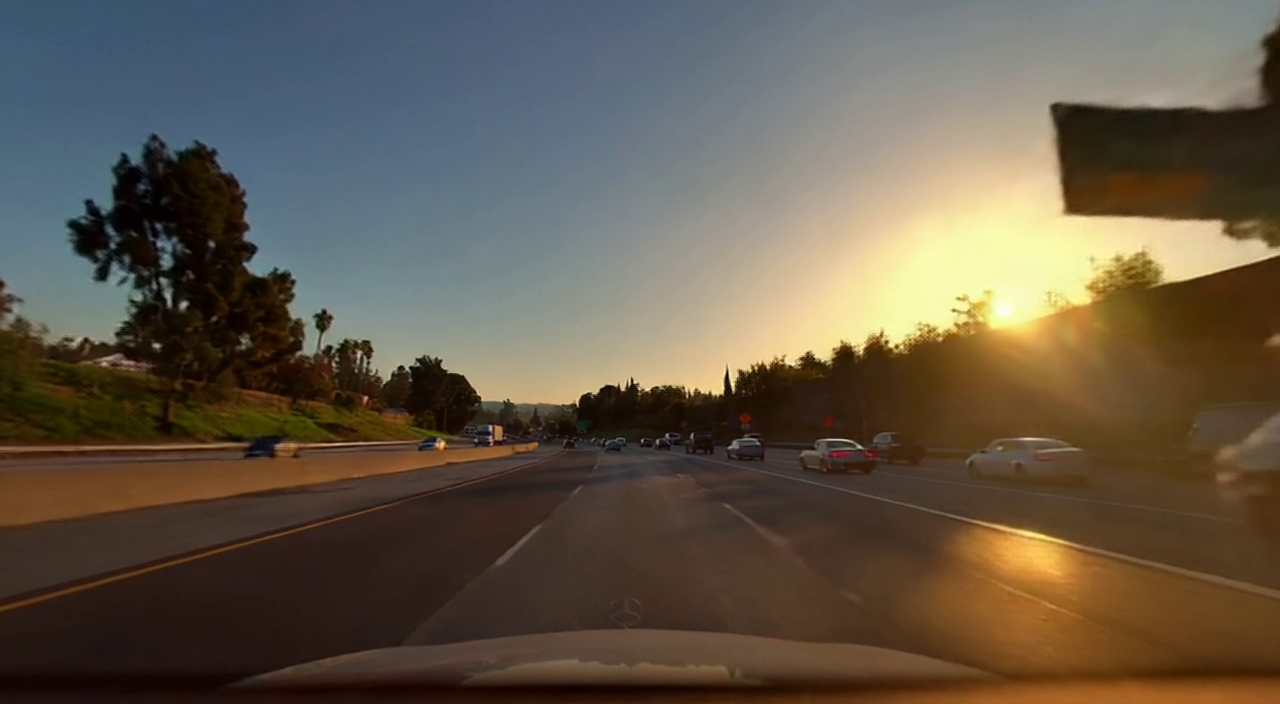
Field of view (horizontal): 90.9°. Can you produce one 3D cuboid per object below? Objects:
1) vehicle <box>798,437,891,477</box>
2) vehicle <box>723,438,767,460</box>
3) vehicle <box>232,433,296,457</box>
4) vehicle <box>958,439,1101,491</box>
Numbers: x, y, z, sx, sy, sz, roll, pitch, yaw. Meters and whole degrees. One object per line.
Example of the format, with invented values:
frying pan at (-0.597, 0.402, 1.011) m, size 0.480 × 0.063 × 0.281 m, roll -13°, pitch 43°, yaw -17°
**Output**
vehicle at (8.191, 4.249, 25.824) m, size 2.092 × 1.478 × 4.647 m, roll 0°, pitch -8°, yaw -2°
vehicle at (7.473, 6.964, 45.358) m, size 2.080 × 1.457 × 4.404 m, roll 1°, pitch -8°, yaw -5°
vehicle at (-25.243, 6.287, 42.461) m, size 1.885 × 1.524 × 3.883 m, roll 0°, pitch -8°, yaw 0°
vehicle at (13.050, 3.779, 21.554) m, size 1.903 × 1.571 × 4.455 m, roll 0°, pitch -8°, yaw -2°
